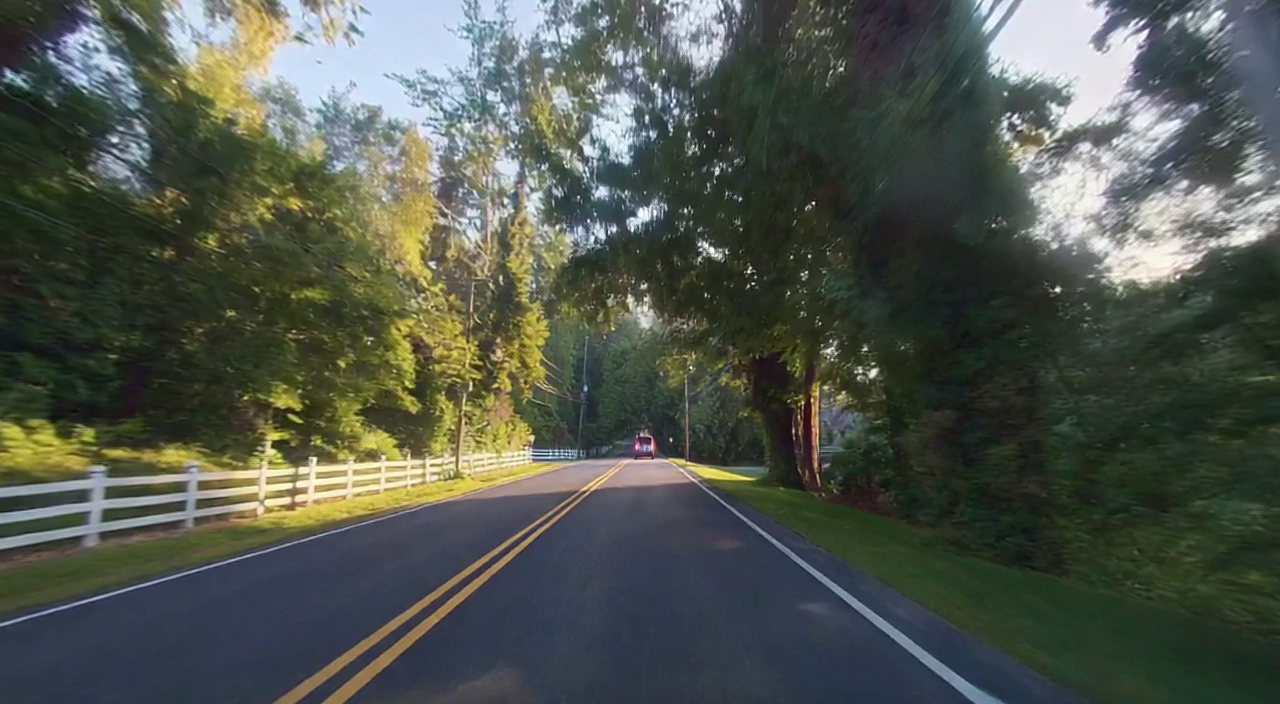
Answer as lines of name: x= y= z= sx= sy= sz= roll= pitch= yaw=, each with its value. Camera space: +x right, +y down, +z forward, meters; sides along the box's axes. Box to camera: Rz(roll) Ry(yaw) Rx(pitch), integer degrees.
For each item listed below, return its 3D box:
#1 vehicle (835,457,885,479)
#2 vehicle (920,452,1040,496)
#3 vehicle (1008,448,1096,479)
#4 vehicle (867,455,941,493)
vehicle: x=16.332 y=8.616 z=47.014 sx=2.001 sy=1.450 sz=4.481 roll=0 pitch=-9 yaw=-2
vehicle: x=18.373 y=6.592 z=34.465 sx=2.328 sy=1.955 sz=5.699 roll=-2 pitch=-9 yaw=-14
vehicle: x=21.867 y=5.938 z=33.629 sx=1.782 sy=1.451 sz=3.741 roll=-2 pitch=-10 yaw=-7
vehicle: x=14.546 y=6.714 z=35.119 sx=2.009 sy=1.781 sz=5.311 roll=-1 pitch=-8 yaw=2
